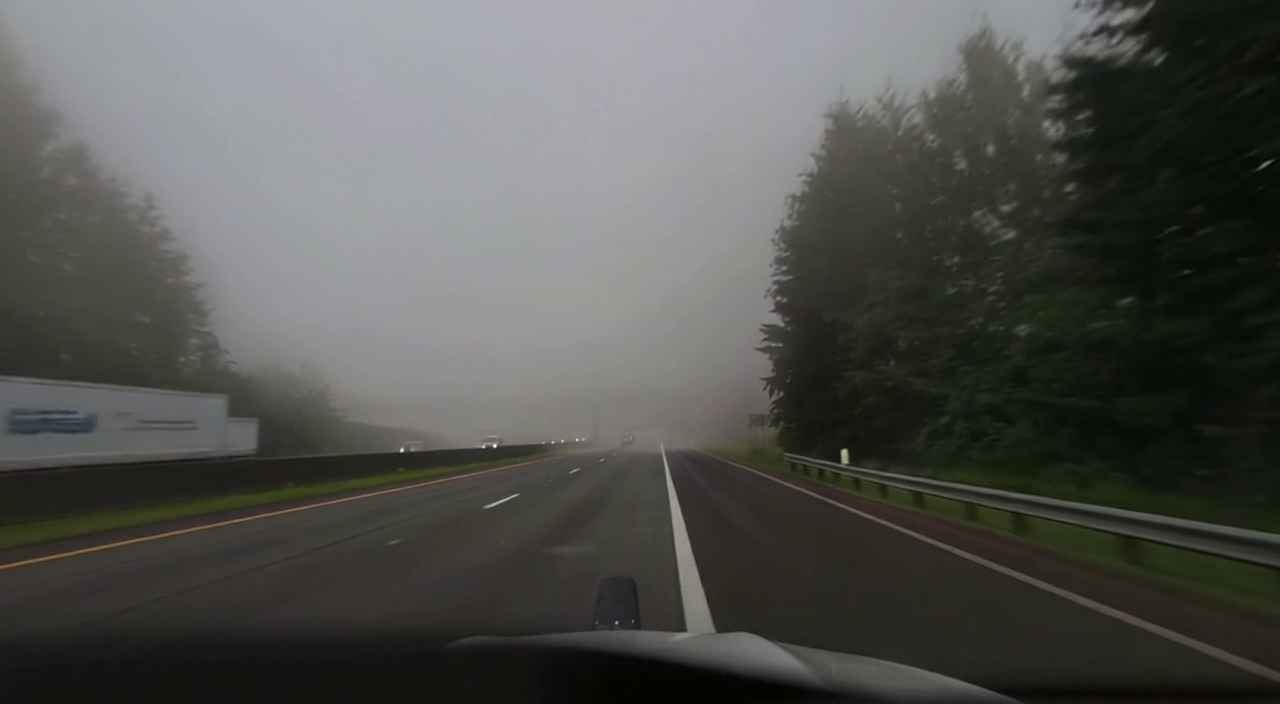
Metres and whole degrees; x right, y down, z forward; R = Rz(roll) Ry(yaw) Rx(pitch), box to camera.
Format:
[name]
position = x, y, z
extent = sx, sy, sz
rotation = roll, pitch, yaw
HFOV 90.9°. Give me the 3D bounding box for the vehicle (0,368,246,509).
[vehicle]
position = -16.757, 2.543, 18.416
extent = 3.161, 3.320, 10.997
rotation = 0, -8, 1
